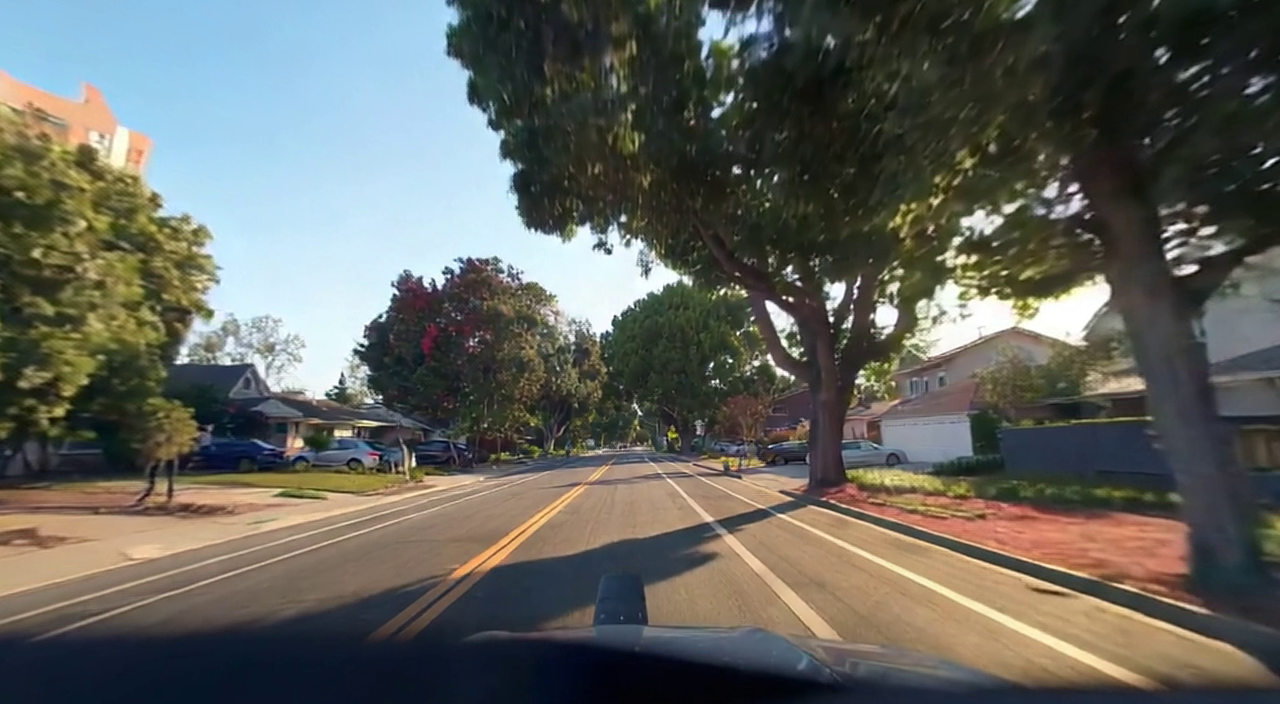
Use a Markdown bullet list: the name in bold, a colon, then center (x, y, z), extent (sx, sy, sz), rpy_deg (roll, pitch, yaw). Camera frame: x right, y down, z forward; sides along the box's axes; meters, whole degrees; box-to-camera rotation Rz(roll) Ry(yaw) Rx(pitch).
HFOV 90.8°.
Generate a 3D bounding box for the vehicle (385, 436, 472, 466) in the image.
- **vehicle**: center (-12.792, 6.019, 38.442), extent (4.549, 1.802, 2.081), rpy_deg (0, -9, 2)

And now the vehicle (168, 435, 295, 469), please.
- **vehicle**: center (-18.871, 4.669, 29.367), extent (4.351, 1.488, 2.114), rpy_deg (1, -9, -3)

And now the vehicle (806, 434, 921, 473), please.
- **vehicle**: center (10.740, 4.899, 30.571), extent (4.751, 1.518, 1.885), rpy_deg (-4, -8, -1)

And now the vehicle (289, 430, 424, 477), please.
- **vehicle**: center (-12.459, 4.474, 27.991), extent (5.009, 1.880, 1.961), rpy_deg (-1, -8, 1)
